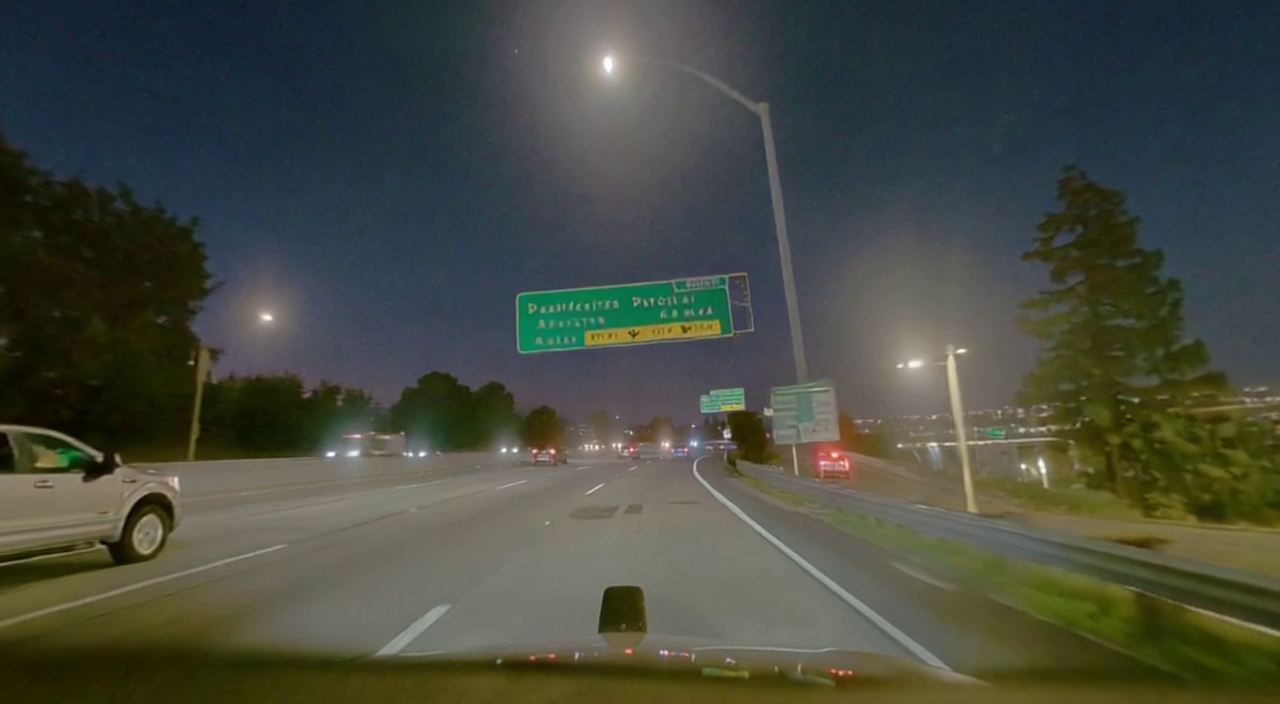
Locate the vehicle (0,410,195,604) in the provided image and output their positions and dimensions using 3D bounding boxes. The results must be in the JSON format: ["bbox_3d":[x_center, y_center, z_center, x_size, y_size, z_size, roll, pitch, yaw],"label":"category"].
[{"bbox_3d":[-6.393,1.289,5.142,1.923,1.630,4.857,0,-9,1],"label":"vehicle"}]

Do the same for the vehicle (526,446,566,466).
[{"bbox_3d":[-7.338,8.188,49.774,2.038,1.494,4.729,-1,-9,6],"label":"vehicle"}]

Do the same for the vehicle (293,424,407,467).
[{"bbox_3d":[-21.415,7.073,47.487,3.305,2.889,9.715,-1,-9,4],"label":"vehicle"}]
